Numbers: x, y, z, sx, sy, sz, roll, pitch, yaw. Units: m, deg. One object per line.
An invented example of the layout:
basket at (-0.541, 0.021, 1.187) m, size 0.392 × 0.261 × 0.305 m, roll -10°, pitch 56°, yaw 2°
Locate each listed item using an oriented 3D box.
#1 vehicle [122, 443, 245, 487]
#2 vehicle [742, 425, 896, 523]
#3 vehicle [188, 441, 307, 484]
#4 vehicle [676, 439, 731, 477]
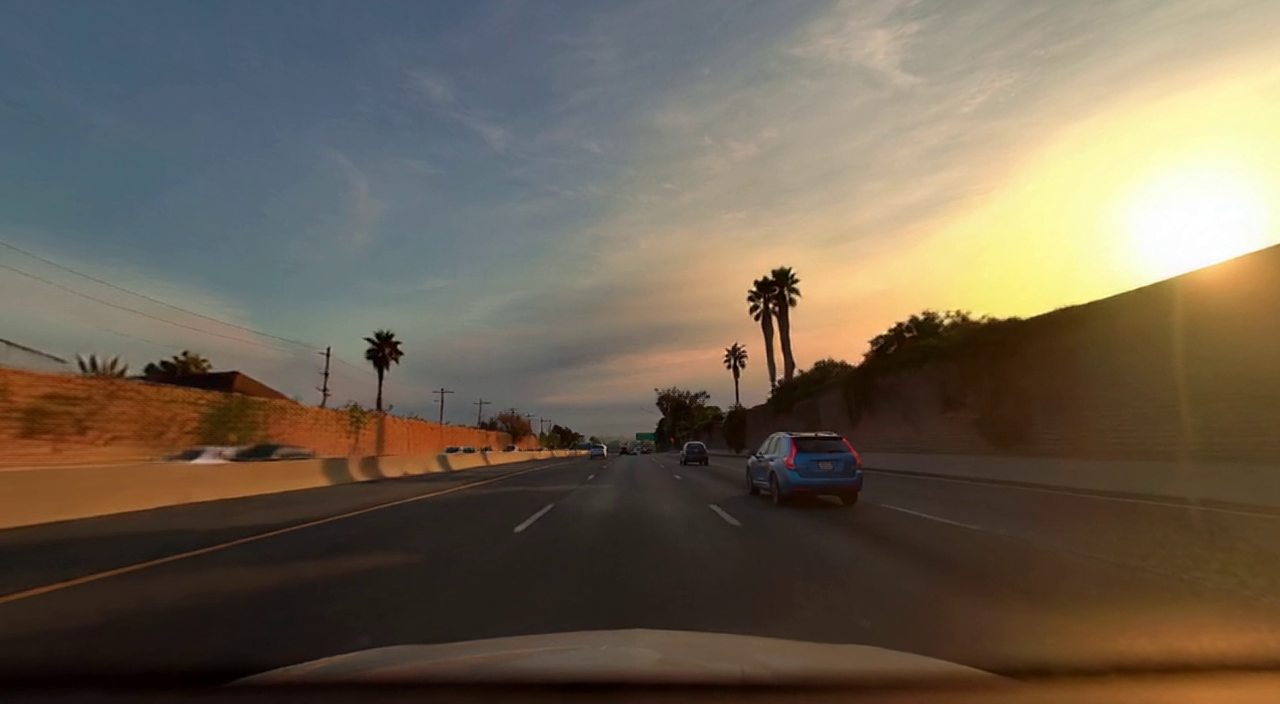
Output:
vehicle at (-20.062, 4.938, 28.120) m, size 2.003 × 1.762 × 4.668 m, roll 0°, pitch -9°, yaw -1°
vehicle at (3.477, 2.444, 13.229) m, size 1.910 × 1.696 × 4.187 m, roll 0°, pitch -9°, yaw -1°
vehicle at (-16.223, 4.571, 26.526) m, size 2.013 × 1.624 × 4.630 m, roll 0°, pitch -9°, yaw 0°
vehicle at (2.954, 5.064, 30.468) m, size 2.045 × 1.688 × 4.313 m, roll 0°, pitch -9°, yaw -2°
